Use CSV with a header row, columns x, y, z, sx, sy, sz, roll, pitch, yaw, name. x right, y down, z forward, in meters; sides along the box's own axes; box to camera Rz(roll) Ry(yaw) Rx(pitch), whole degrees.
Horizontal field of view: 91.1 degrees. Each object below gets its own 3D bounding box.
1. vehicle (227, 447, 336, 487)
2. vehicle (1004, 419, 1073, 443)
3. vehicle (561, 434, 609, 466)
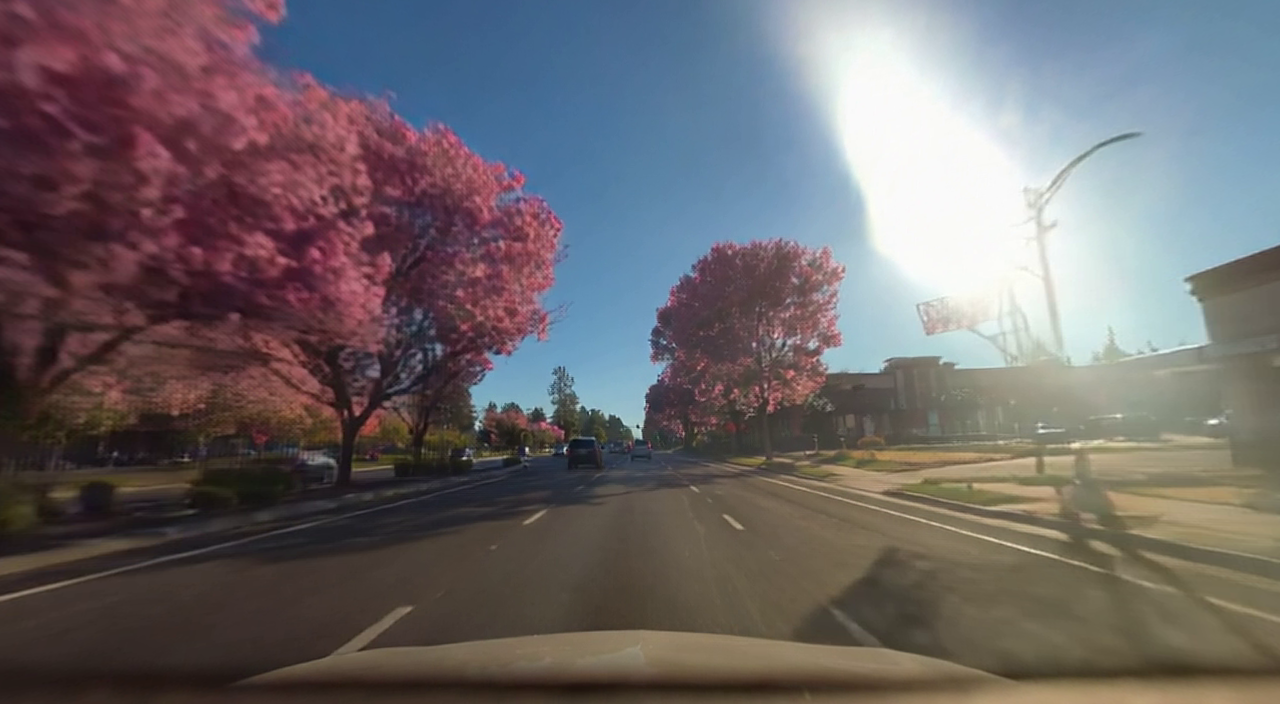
x,y,z,sx,sy,sz,roll,pitch,yaw,name
-14.795,4.726,26.265,1.854,1.475,4.448,0,-8,1,vehicle
27.391,5.453,43.156,4.677,1.583,1.955,5,-10,-30,vehicle
-3.414,6.206,39.922,2.453,1.844,4.751,0,-8,2,vehicle
